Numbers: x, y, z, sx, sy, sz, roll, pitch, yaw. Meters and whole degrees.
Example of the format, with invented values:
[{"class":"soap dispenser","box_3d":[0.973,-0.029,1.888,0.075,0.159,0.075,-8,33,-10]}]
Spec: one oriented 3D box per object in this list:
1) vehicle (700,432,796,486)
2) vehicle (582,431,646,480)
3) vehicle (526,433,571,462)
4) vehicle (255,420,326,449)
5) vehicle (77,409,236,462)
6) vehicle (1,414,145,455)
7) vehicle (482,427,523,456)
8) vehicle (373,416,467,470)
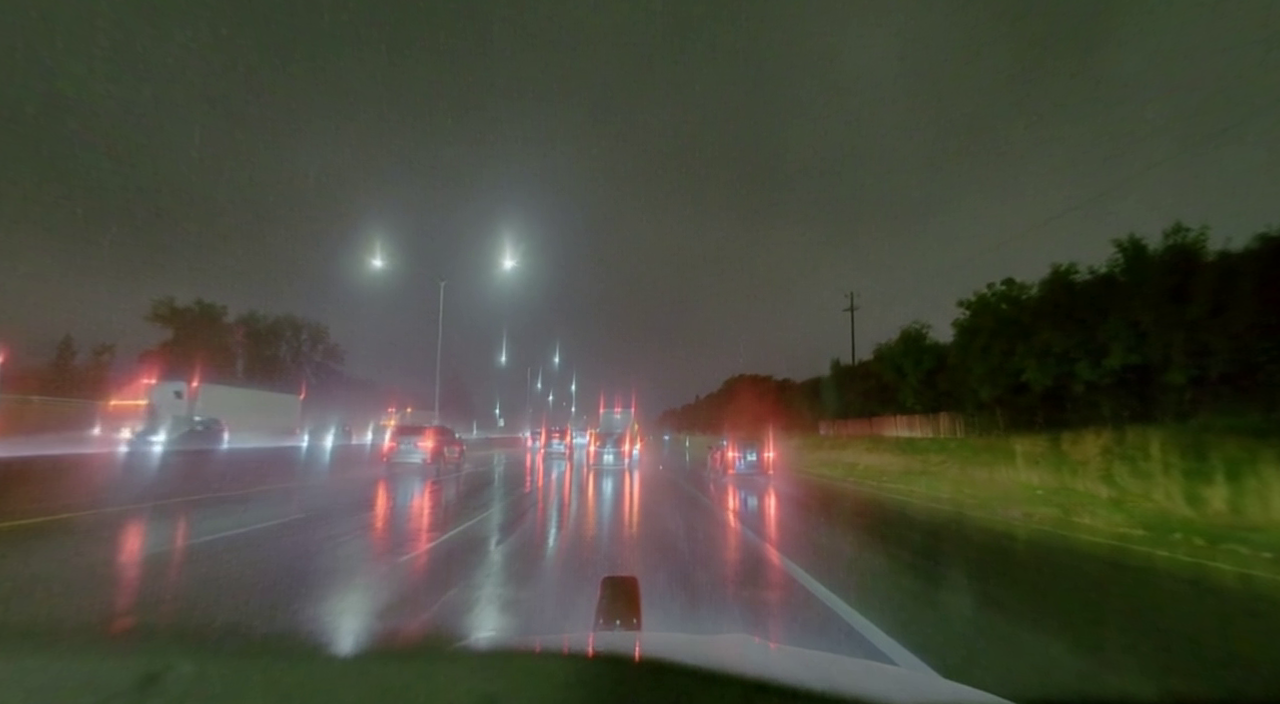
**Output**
[{"class":"vehicle","box_3d":[3.229,3.295,19.785,1.981,1.474,4.396,0,-8,-4]},{"class":"vehicle","box_3d":[-0.872,3.463,21.341,1.980,1.478,3.758,0,-8,-2]},{"class":"vehicle","box_3d":[-5.060,5.331,35.325,2.046,1.493,4.384,0,-8,-2]},{"class":"vehicle","box_3d":[-20.148,4.770,36.435,1.831,1.575,4.218,0,-8,-3]},{"class":"vehicle","box_3d":[-15.493,2.730,20.487,1.977,1.542,4.157,0,-8,-2]},{"class":"vehicle","box_3d":[-23.387,3.439,26.204,2.068,1.563,4.337,0,-8,-3]},{"class":"vehicle","box_3d":[-9.428,6.178,43.444,1.992,1.838,4.493,0,-8,-2]},{"class":"vehicle","box_3d":[-8.652,3.620,25.206,2.158,1.943,4.662,0,-8,-1]}]
